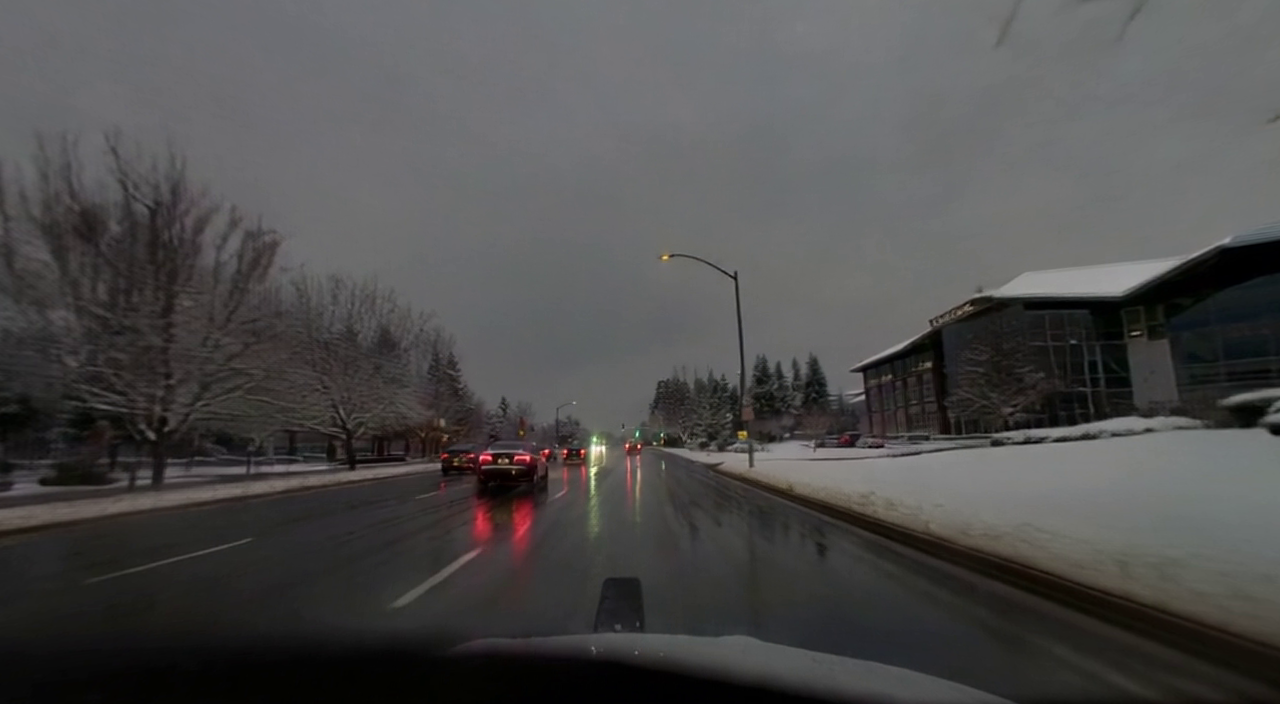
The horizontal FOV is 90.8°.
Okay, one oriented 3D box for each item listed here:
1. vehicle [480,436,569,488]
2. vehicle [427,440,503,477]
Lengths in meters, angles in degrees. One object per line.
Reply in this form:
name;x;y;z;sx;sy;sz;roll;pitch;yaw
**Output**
vehicle;-3.595;3.534;20.580;2.011;1.483;4.596;0;-8;1
vehicle;-7.674;4.719;28.183;1.976;1.497;4.709;0;-8;1
